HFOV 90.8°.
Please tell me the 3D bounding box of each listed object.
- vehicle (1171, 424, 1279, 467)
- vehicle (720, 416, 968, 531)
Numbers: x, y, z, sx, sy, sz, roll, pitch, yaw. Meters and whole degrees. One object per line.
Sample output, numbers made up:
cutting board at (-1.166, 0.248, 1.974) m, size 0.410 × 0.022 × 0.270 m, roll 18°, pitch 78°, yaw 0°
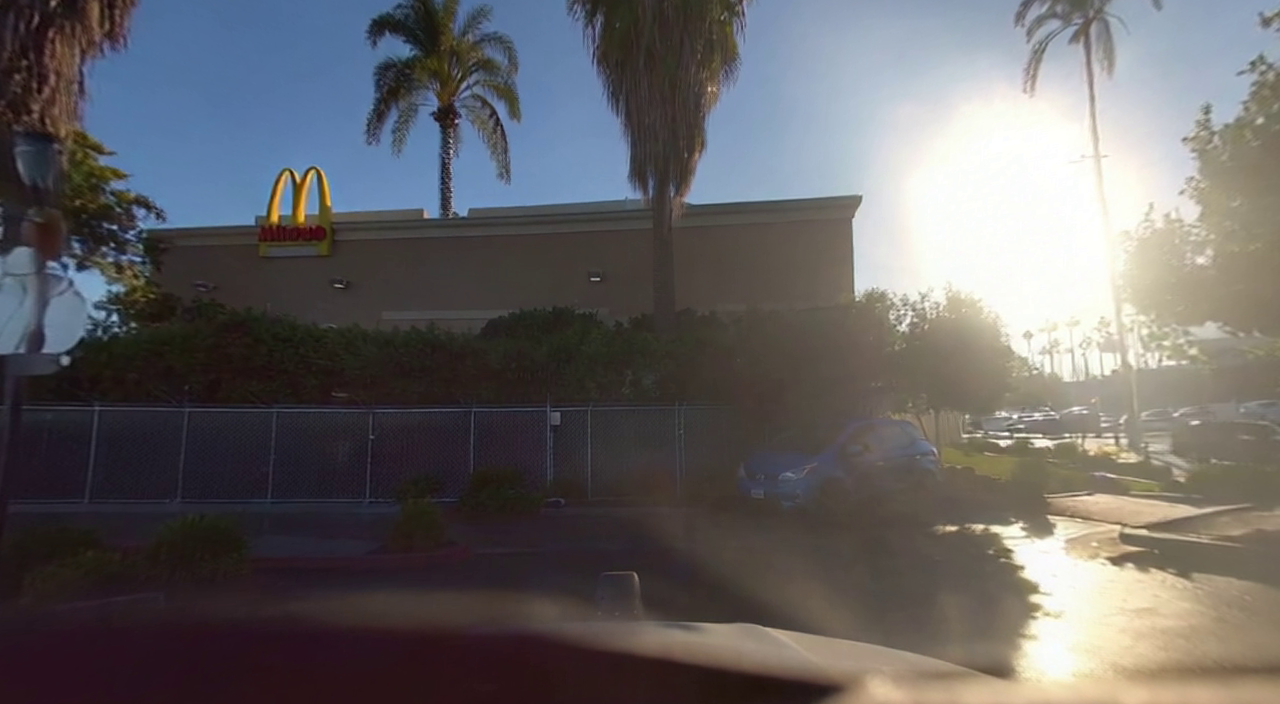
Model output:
vehicle at (22.609, 3.450, 23.285) m, size 1.860 × 1.417 × 4.750 m, roll 0°, pitch -8°, yaw -2°
vehicle at (3.893, 2.136, 11.968) m, size 4.365 × 1.791 × 2.073 m, roll 4°, pitch -7°, yaw -31°
